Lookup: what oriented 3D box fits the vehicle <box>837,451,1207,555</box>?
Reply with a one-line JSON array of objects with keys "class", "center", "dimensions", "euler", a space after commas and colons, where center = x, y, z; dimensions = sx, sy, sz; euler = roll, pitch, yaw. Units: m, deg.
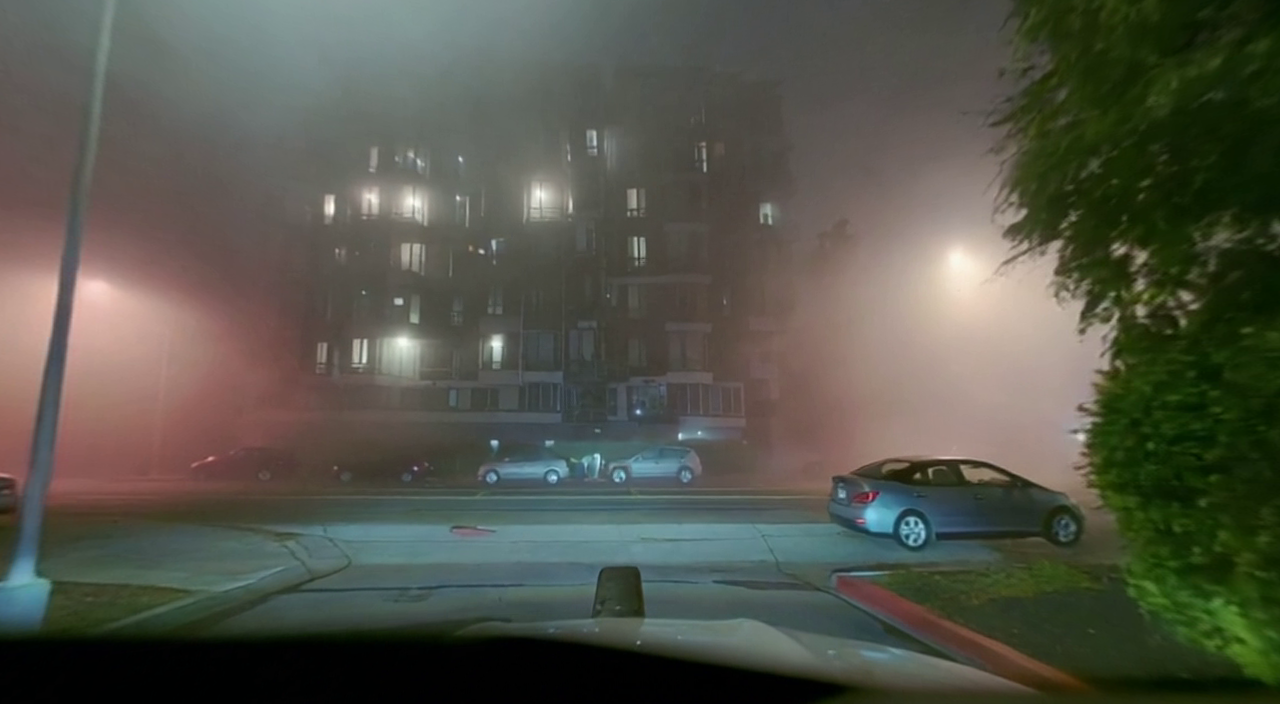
[{"class": "vehicle", "center": [5.915, 2.382, 10.332], "dimensions": [4.714, 1.471, 1.978], "euler": [-1, -8, 2]}]

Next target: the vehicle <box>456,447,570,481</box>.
[{"class": "vehicle", "center": [-5.715, 5.133, 28.869], "dimensions": [4.851, 1.339, 1.785], "euler": [-1, -11, -2]}]

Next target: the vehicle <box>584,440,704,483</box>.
[{"class": "vehicle", "center": [0.124, 5.003, 28.950], "dimensions": [5.299, 1.860, 2.098], "euler": [1, -10, -4]}]

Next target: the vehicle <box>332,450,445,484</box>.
[{"class": "vehicle", "center": [-11.339, 5.211, 28.711], "dimensions": [4.336, 1.438, 1.776], "euler": [1, -8, -3]}]

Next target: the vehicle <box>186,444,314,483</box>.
[{"class": "vehicle", "center": [-17.465, 4.992, 28.488], "dimensions": [4.426, 1.641, 1.889], "euler": [0, -8, -4]}]
